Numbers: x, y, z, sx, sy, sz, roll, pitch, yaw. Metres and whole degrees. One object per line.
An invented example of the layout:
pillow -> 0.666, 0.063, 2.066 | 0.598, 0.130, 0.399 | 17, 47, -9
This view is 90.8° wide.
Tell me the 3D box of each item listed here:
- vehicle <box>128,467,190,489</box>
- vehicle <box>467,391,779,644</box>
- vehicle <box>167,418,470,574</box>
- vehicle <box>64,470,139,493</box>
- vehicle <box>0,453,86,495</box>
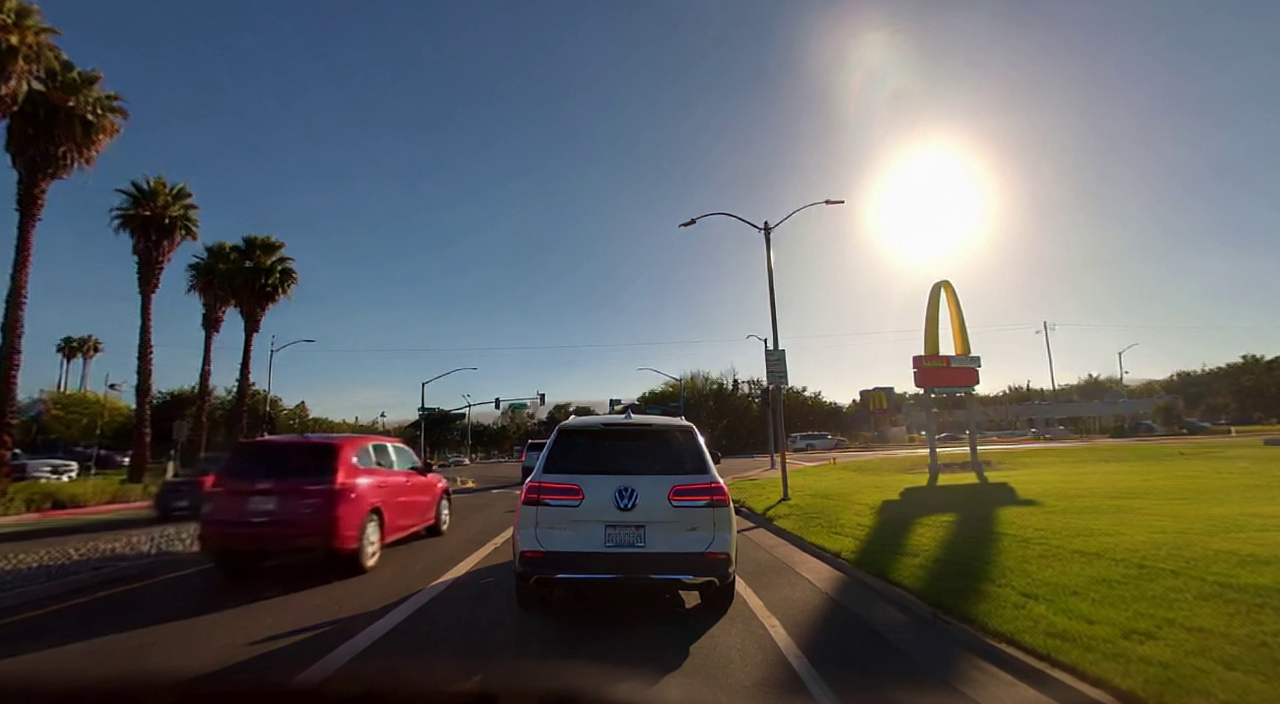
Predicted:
vehicle -> -35.630, 9.302, 46.876 | 1.672, 1.397, 3.682 | 0, -9, 0
vehicle -> -0.141, 1.429, 6.384 | 2.137, 1.728, 3.926 | 0, -9, -1
vehicle -> -4.028, 1.870, 8.979 | 2.023, 1.648, 4.302 | 0, -9, 0
vehicle -> -39.935, 9.618, 47.001 | 1.823, 1.427, 4.251 | 0, -9, -1
vehicle -> -28.116, 5.420, 28.202 | 4.584, 1.714, 2.186 | 4, -10, -27
